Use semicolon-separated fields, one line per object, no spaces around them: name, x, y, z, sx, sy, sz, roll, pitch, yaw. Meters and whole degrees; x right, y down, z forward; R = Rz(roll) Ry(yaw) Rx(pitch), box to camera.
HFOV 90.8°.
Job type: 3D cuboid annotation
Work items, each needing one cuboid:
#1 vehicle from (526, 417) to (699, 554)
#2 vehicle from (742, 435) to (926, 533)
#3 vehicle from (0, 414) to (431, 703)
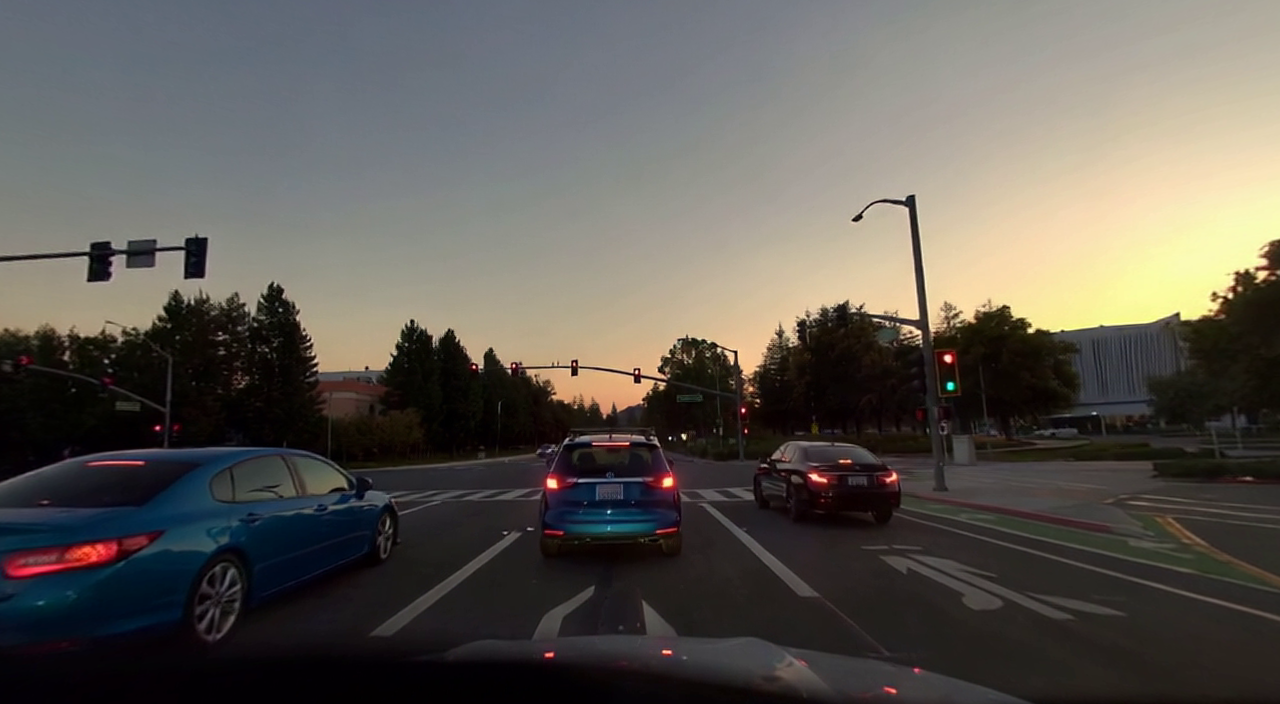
vehicle;-0.344;1.865;9.460;2.038;1.599;3.844;0;-8;0
vehicle;3.279;2.322;11.767;1.970;1.449;4.433;0;-8;-1
vehicle;-3.582;1.387;5.429;2.052;1.472;4.479;0;-8;0
